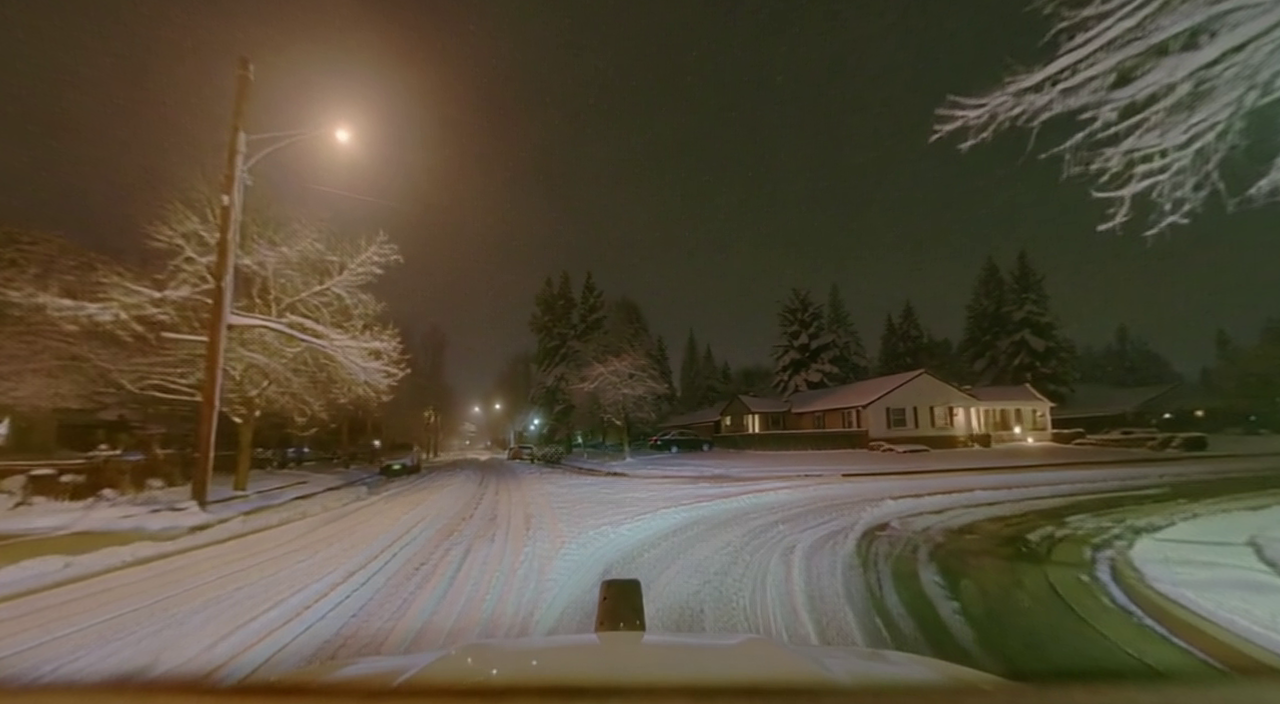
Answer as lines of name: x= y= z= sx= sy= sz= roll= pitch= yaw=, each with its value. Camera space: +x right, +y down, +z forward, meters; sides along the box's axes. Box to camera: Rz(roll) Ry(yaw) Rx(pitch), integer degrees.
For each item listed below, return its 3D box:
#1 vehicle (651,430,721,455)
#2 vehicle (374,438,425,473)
vehicle: x=3.048 y=6.030 z=41.995 sx=4.241 sy=1.597 sz=1.833 roll=2 pitch=-9 yaw=-16
vehicle: x=-13.440 y=5.782 z=35.565 sx=2.152 sy=1.826 sz=4.725 roll=2 pitch=-9 yaw=-16
